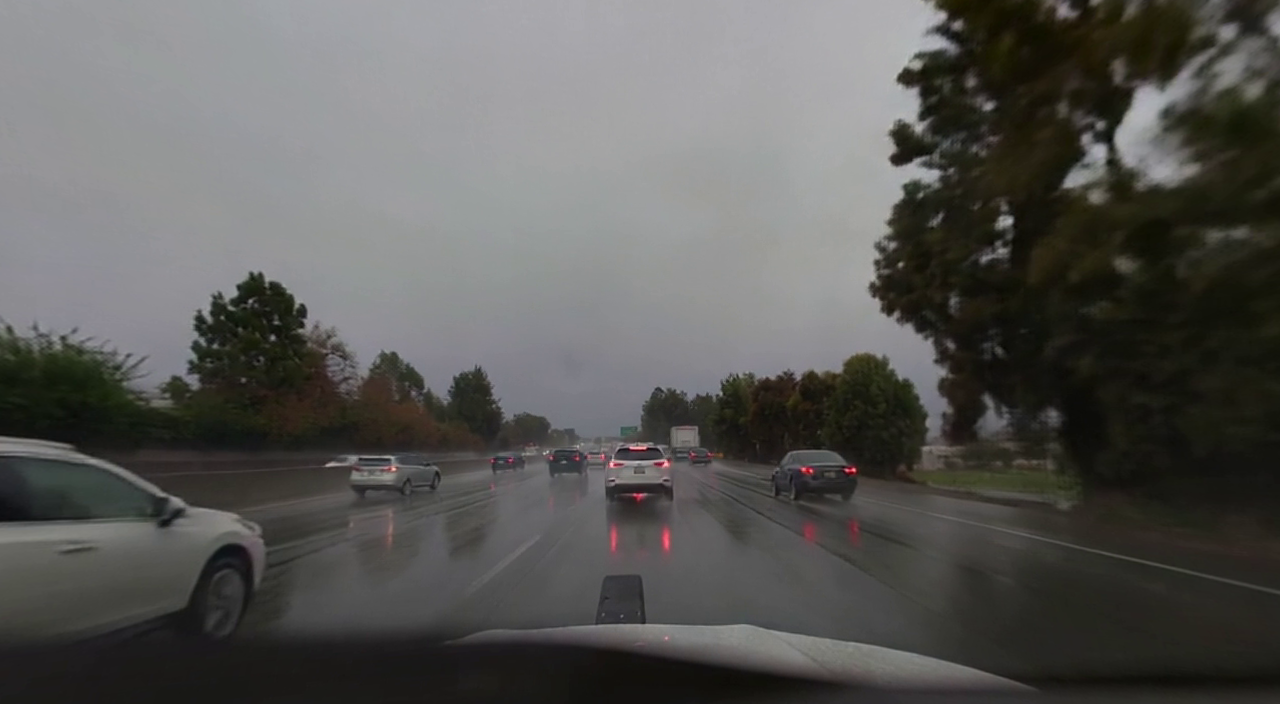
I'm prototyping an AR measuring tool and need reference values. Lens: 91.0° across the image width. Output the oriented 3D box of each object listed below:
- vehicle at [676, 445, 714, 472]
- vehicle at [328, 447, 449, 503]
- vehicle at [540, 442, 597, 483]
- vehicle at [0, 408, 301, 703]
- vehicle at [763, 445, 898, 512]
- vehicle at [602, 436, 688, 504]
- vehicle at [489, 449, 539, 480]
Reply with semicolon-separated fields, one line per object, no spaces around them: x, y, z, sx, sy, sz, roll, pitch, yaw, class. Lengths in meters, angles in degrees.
3.905;7.635;45.463;2.175;1.830;5.173;0;-9;-1;vehicle
-7.684;3.768;19.778;1.927;1.514;4.474;0;-9;1;vehicle
-3.354;5.274;30.341;2.142;1.808;4.266;0;-9;1;vehicle
-3.570;0.972;2.455;2.011;1.498;4.341;0;-9;1;vehicle
4.687;3.157;16.325;2.006;1.474;4.669;0;-9;-1;vehicle
0.160;3.371;18.432;2.223;1.722;4.177;0;-9;1;vehicle
-7.071;6.358;35.836;1.931;1.617;4.060;0;-9;1;vehicle
